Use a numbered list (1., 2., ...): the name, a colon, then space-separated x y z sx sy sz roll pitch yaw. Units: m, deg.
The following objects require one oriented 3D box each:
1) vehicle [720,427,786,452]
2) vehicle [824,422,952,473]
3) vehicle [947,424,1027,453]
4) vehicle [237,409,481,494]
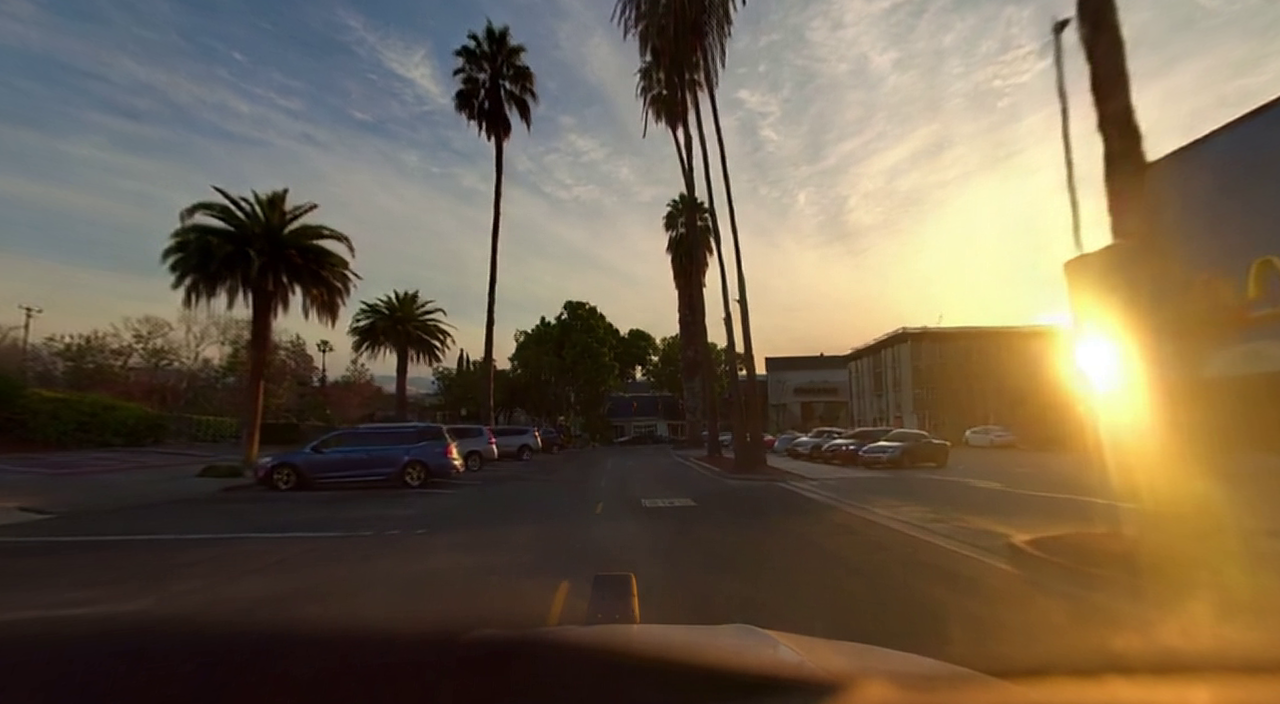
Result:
1. vehicle: 8.806 6.868 49.257 4.758 1.759 2.068 6 -11 -28
2. vehicle: 9.453 3.620 24.058 4.509 1.759 2.077 5 -10 -30
3. vehicle: 21.340 5.341 38.940 4.120 1.659 1.894 -5 -10 28
4. vehicle: -6.940 2.482 15.912 5.210 1.834 2.281 5 -10 -30
